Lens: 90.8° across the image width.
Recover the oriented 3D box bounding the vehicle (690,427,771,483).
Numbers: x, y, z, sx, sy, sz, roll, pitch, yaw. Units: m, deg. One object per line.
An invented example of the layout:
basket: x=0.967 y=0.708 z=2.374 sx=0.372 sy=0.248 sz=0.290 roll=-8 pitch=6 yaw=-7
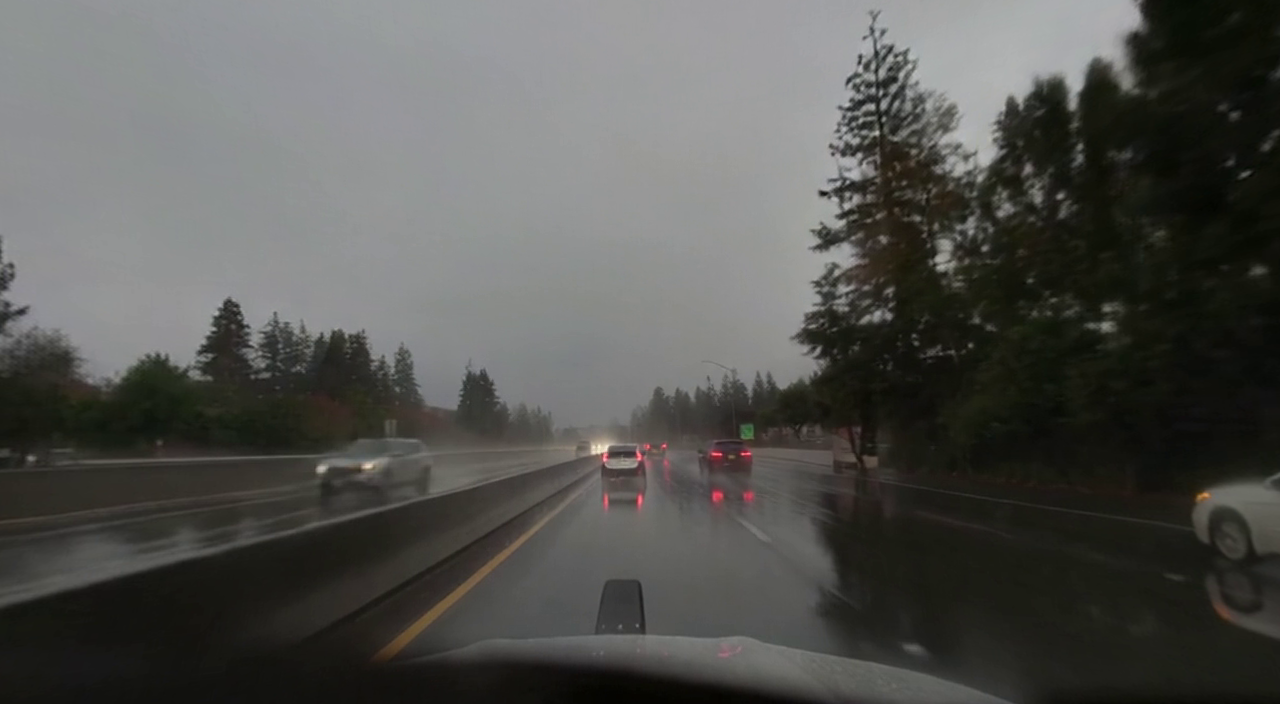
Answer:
vehicle: x=3.237 y=3.808 z=23.548 sx=2.186 sy=1.842 sz=4.553 roll=0 pitch=-8 yaw=-2

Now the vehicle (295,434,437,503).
vehicle: x=-7.346 y=3.140 z=17.495 sx=1.939 sy=1.661 sz=4.295 roll=0 pitch=-8 yaw=1

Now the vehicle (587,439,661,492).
vehicle: x=-0.450 y=3.433 z=19.523 sx=2.040 sy=1.451 sz=3.736 roll=0 pitch=-8 yaw=0

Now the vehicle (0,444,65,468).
vehicle: x=-37.872 y=6.413 z=38.866 sx=3.332 sy=1.408 sz=1.576 roll=0 pitch=-8 yaw=-2
